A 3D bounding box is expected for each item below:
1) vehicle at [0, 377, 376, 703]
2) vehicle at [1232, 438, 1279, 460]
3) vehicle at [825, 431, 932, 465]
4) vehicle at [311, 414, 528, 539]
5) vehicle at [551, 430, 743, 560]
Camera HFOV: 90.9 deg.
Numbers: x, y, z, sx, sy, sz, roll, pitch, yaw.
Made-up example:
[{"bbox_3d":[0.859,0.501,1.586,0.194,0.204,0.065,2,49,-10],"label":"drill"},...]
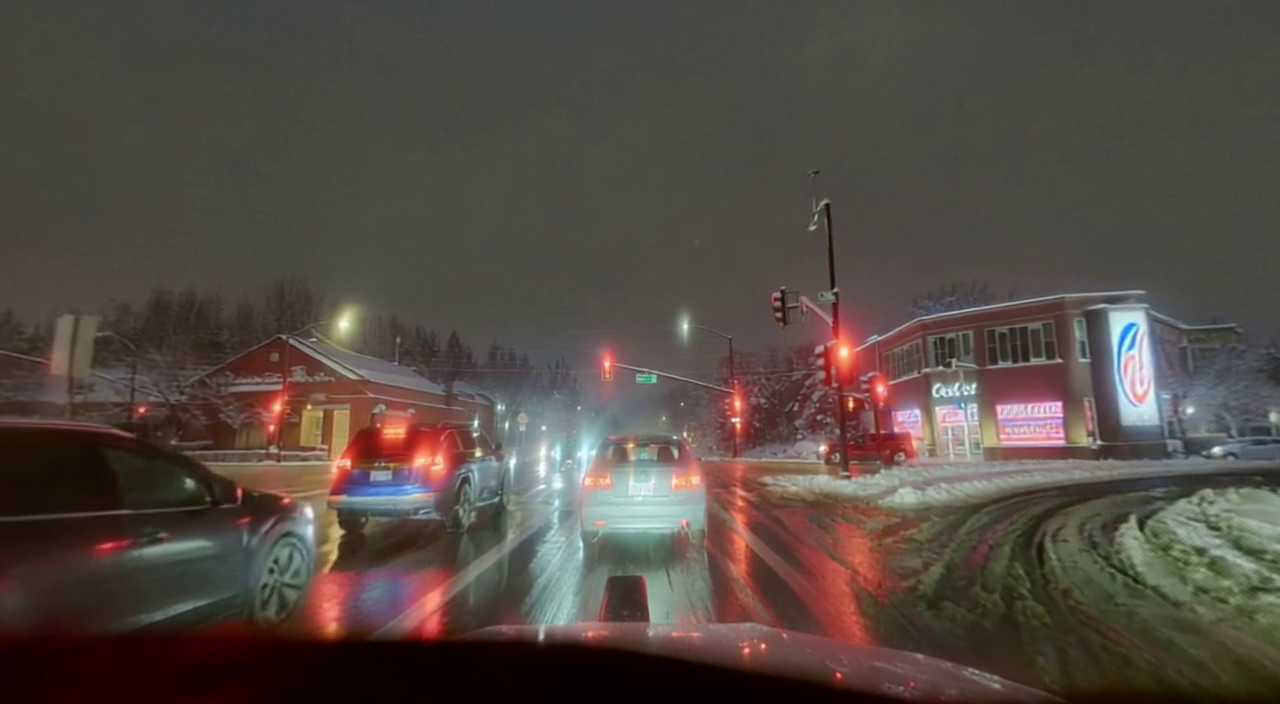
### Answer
[{"bbox_3d":[-3.328,0.994,3.197,2.029,1.517,4.375,0,-8,1],"label":"vehicle"},{"bbox_3d":[43.608,6.633,42.965,4.582,1.442,1.860,0,-8,-2],"label":"vehicle"},{"bbox_3d":[12.959,5.248,34.525,5.032,1.762,1.982,0,-8,0],"label":"vehicle"},{"bbox_3d":[-3.440,2.042,10.891,2.009,1.704,4.230,-1,-8,3],"label":"vehicle"},{"bbox_3d":[0.166,1.972,9.461,2.258,1.507,3.896,-1,-8,3],"label":"vehicle"}]
